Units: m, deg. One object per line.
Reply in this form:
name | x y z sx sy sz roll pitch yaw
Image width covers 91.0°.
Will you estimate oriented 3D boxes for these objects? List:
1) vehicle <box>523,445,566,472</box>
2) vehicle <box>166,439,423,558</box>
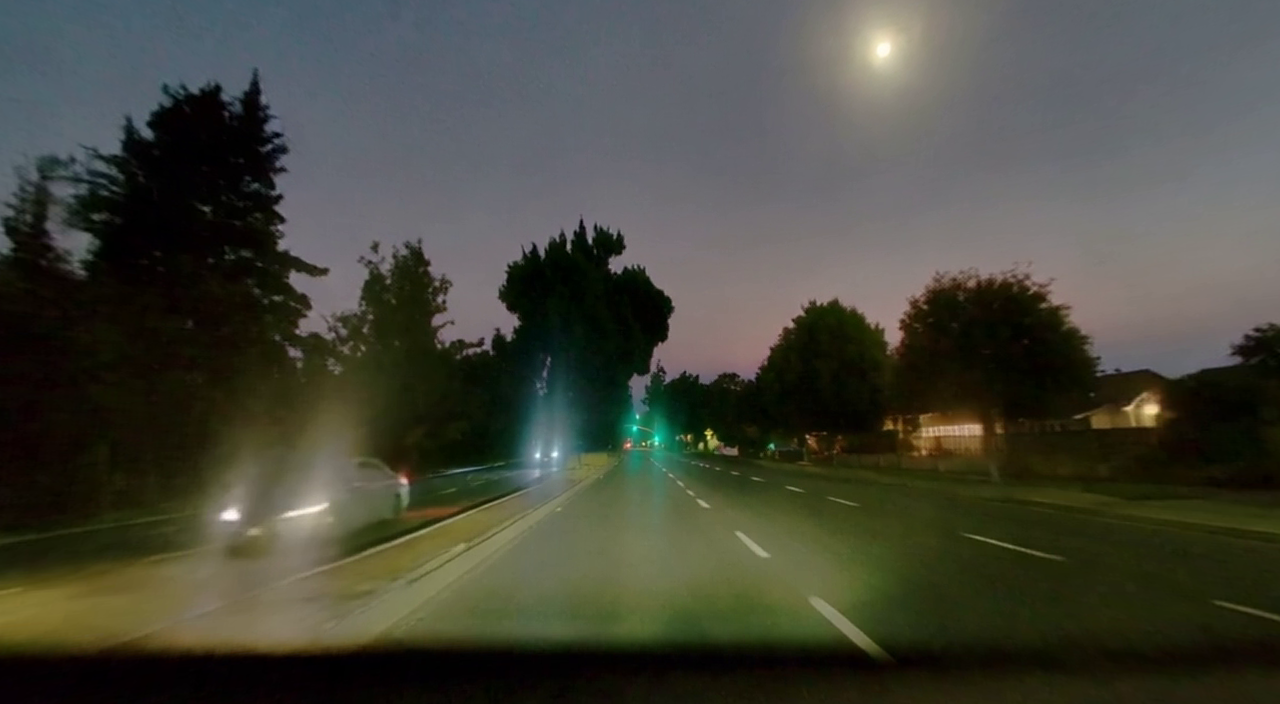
vehicle | -5.807 6.509 38.622 1.962 1.471 4.336 -3 -9 -1
vehicle | -5.531 2.365 10.899 1.935 1.521 4.314 -4 -9 2
